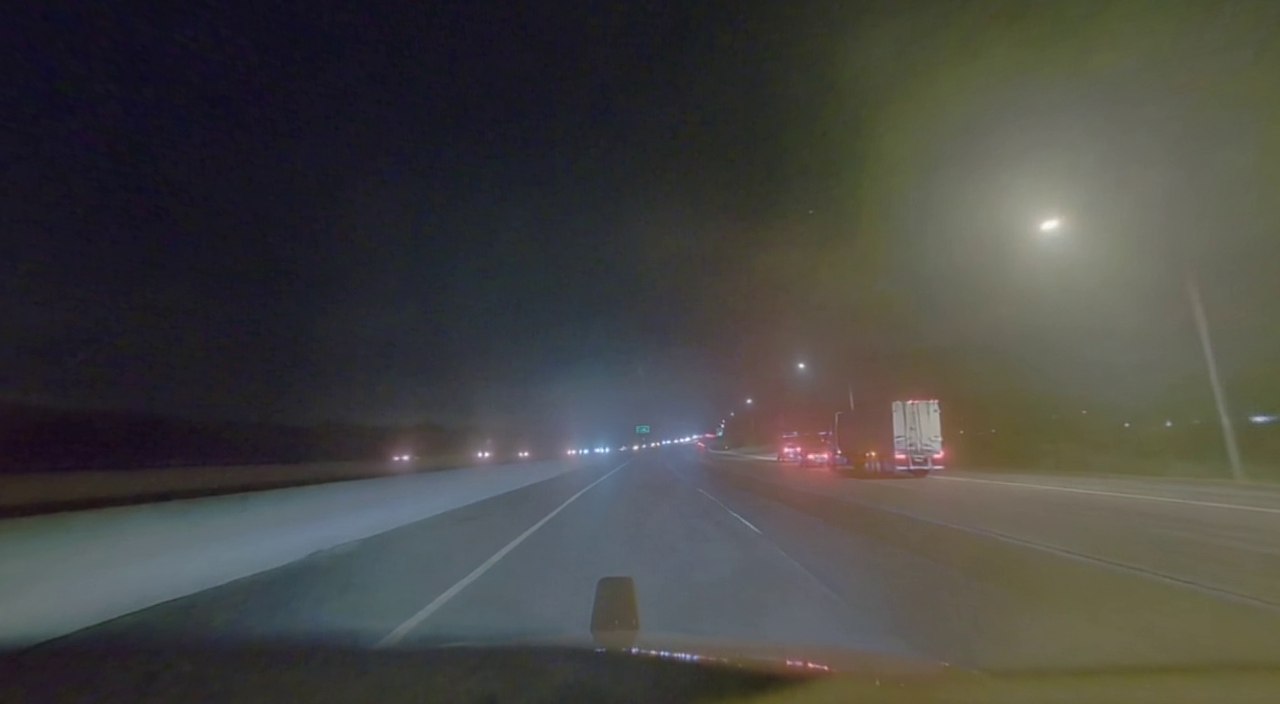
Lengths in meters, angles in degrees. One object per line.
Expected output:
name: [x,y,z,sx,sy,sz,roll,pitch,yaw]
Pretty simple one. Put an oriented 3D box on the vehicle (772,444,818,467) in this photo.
vehicle: [11.181,7.477,45.828,2.229,1.599,4.253,0,-8,0]
